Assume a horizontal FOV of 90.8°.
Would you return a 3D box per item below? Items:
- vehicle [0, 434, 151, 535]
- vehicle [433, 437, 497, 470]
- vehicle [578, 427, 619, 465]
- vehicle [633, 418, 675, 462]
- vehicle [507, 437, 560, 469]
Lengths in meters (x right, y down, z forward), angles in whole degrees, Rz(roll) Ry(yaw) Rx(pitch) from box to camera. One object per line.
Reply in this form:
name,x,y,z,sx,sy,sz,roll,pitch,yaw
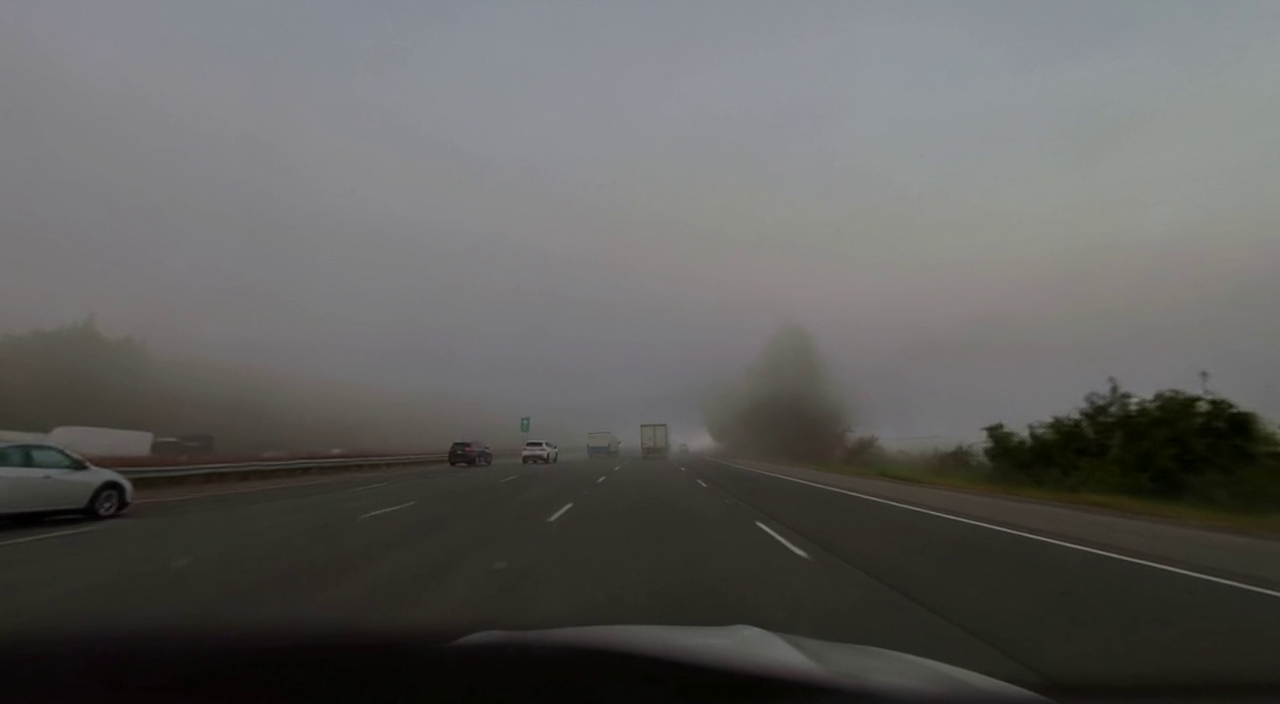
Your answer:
vehicle,-10.286,1.986,9.583,1.952,1.457,4.689,0,-8,0
vehicle,-10.221,5.953,37.334,2.080,1.777,5.450,0,-8,2
vehicle,-2.863,6.723,44.996,2.328,2.519,5.238,0,-8,3
vehicle,0.987,6.364,45.576,2.768,2.854,6.757,0,-8,1
vehicle,-6.440,6.170,38.778,2.206,1.838,4.889,0,-8,3
